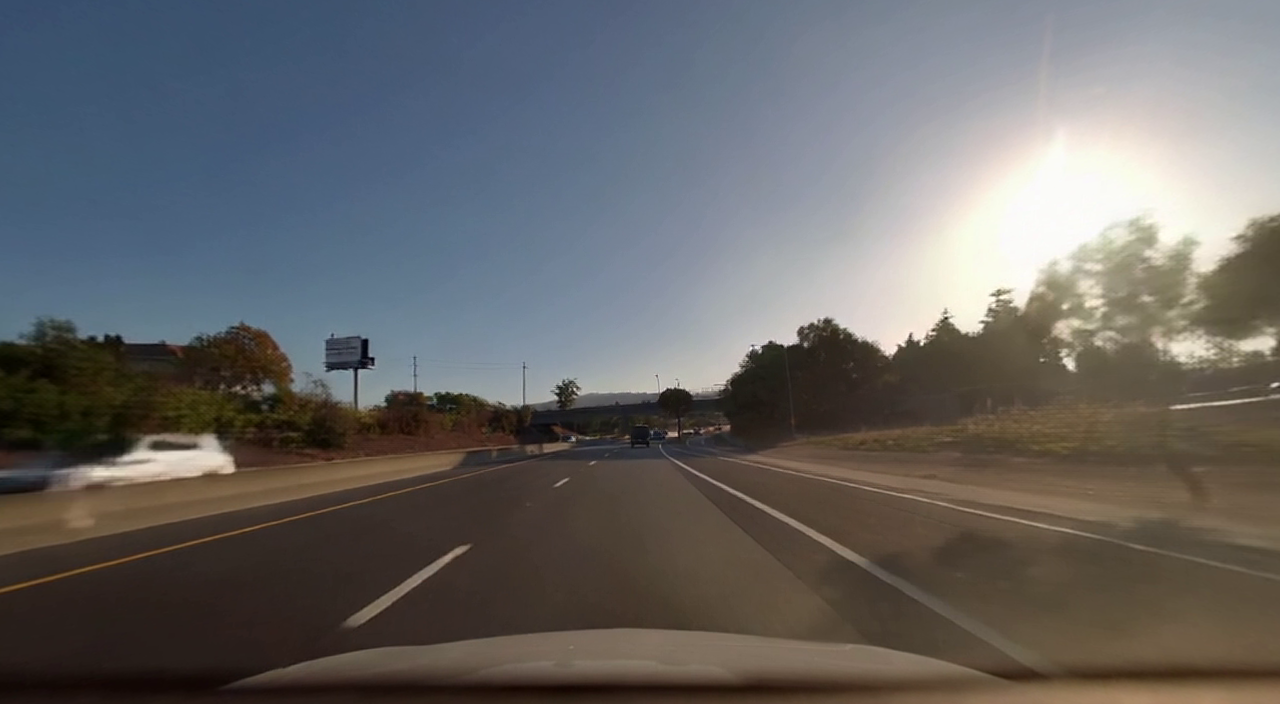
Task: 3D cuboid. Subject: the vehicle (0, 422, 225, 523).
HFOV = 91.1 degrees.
[{"bbox_3d":[-11.130,2.321,12.826,2.008,1.649,4.942,0,-8,-1],"label":"vehicle"}]
